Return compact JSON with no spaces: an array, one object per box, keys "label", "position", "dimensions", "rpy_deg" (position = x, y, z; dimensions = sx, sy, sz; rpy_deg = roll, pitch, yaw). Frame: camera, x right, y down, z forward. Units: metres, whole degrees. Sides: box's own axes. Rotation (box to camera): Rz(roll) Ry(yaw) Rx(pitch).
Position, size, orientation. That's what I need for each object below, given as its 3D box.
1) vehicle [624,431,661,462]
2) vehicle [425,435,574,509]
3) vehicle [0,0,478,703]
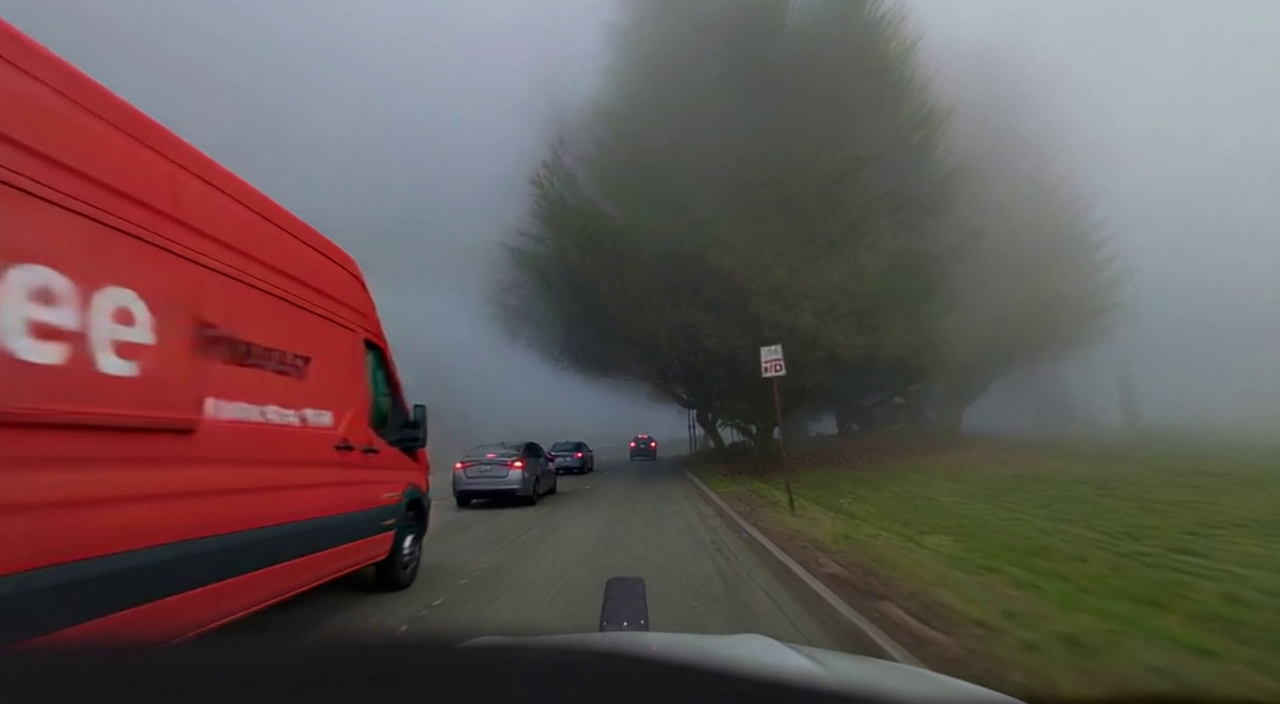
[{"label":"vehicle","position":[0.231,6.061,40.436],"dimensions":[2.241,1.912,4.095],"rpy_deg":[0,-8,2]},{"label":"vehicle","position":[-3.106,2.788,15.247],"dimensions":[2.260,1.465,4.972],"rpy_deg":[-1,-8,3]},{"label":"vehicle","position":[-3.437,0.188,2.904],"dimensions":[2.818,3.181,9.114],"rpy_deg":[0,-8,1]}]
